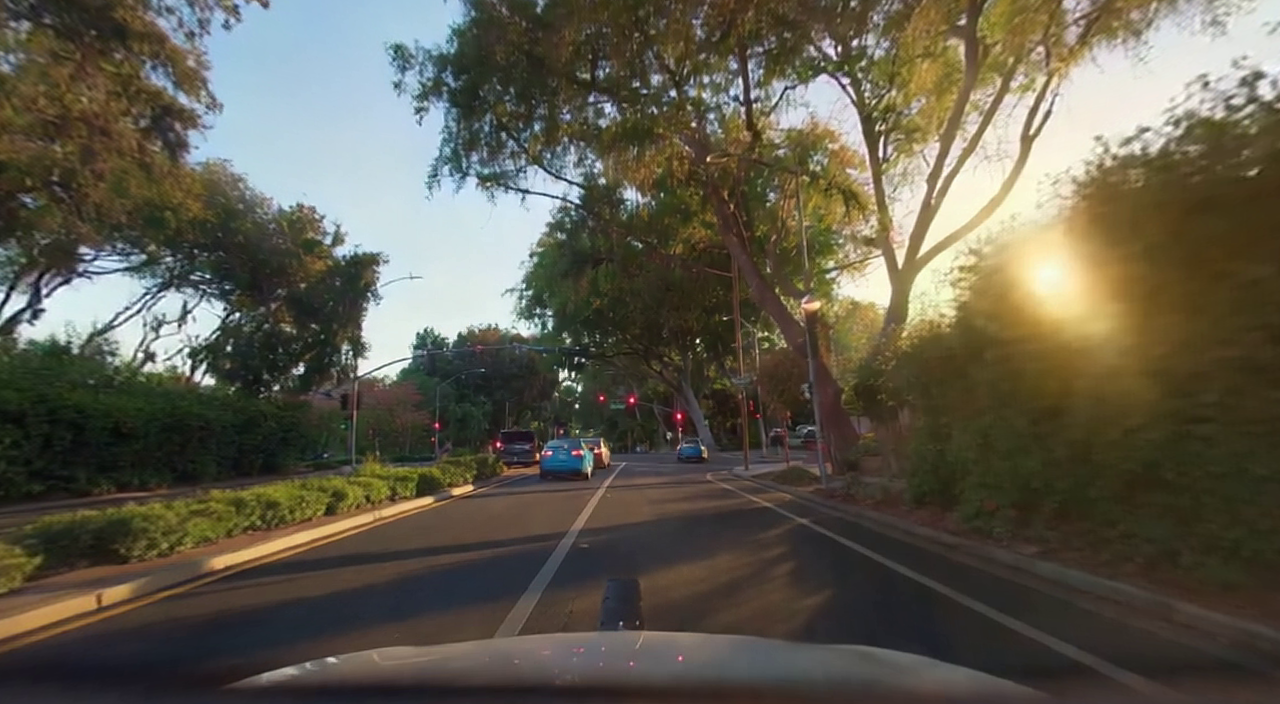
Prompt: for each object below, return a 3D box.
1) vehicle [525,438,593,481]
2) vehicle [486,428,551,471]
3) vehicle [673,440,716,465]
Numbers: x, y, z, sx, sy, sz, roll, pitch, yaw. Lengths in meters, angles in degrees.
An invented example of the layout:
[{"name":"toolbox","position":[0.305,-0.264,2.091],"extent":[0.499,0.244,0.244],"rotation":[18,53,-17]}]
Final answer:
[{"name":"vehicle","position":[-2.975,4.049,23.981],"extent":[1.979,1.492,3.930],"rotation":[0,-9,1]},{"name":"vehicle","position":[-6.161,5.064,32.781],"extent":[2.390,2.020,5.085],"rotation":[0,-9,0]},{"name":"vehicle","position":[3.388,6.139,38.638],"extent":[1.945,1.410,4.284],"rotation":[-2,-9,14]}]
